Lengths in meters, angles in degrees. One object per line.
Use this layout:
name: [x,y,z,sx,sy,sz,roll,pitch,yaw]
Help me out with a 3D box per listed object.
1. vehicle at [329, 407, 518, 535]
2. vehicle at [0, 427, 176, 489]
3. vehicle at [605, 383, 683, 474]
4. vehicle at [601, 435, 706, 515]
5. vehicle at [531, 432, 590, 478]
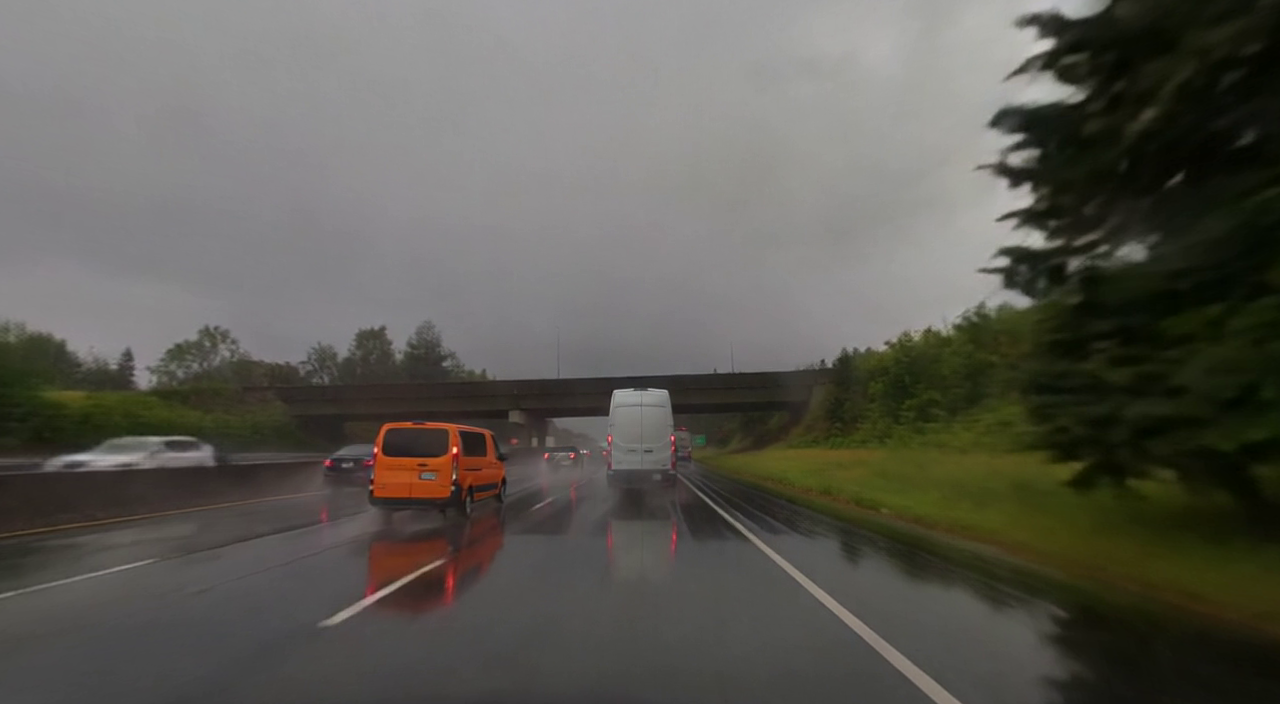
vehicle: [-3.622,2.081,11.437,1.951,1.882,3.979,0,-9,0]
vehicle: [-18.734,3.603,21.535,2.077,1.868,4.734,0,-9,0]
vehicle: [0.451,4.648,35.915,3.289,3.822,18.653,0,-9,2]
vehicle: [0.251,2.634,13.832,1.991,1.507,3.391,0,-9,0]
vehicle: [-3.437,4.582,28.063,2.068,1.862,4.234,0,-9,0]
